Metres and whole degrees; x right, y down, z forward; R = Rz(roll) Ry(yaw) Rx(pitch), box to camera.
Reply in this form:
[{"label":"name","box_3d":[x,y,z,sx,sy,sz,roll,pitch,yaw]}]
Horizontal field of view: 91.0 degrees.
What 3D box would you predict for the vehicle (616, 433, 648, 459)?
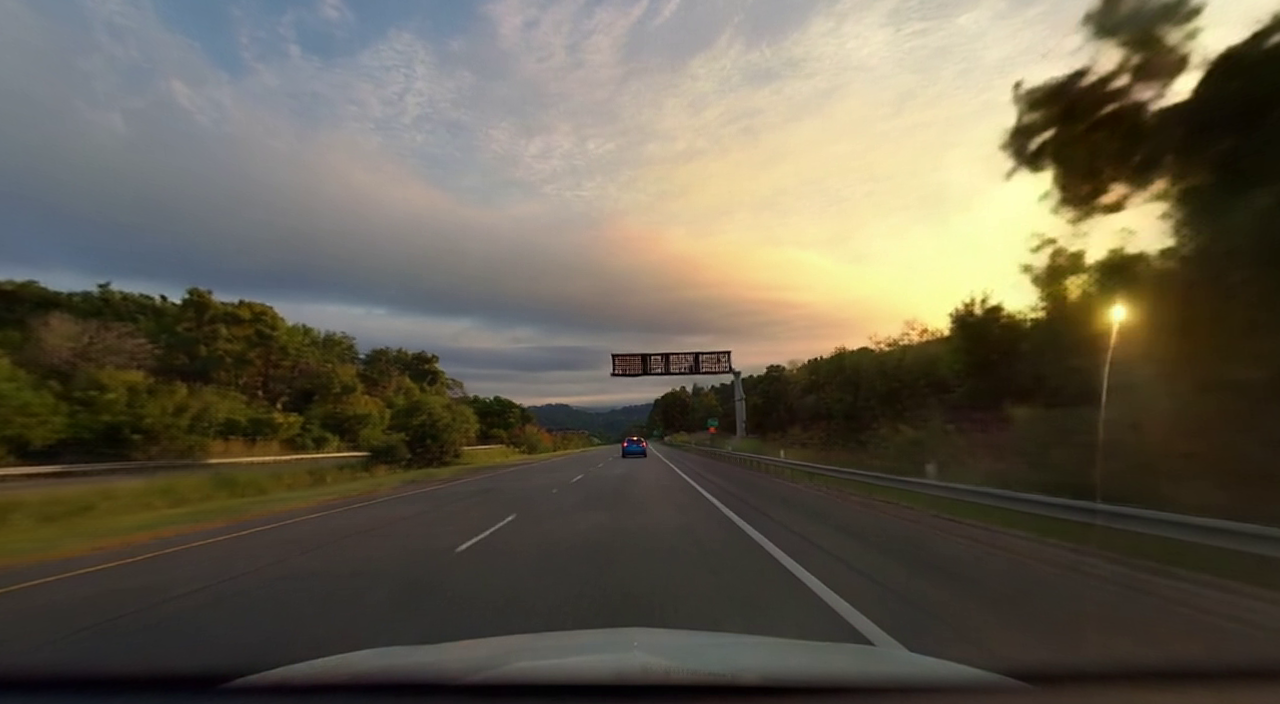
[{"label":"vehicle","box_3d":[-0.567,6.684,44.801,2.180,1.717,4.139,0,-8,-1]}]
